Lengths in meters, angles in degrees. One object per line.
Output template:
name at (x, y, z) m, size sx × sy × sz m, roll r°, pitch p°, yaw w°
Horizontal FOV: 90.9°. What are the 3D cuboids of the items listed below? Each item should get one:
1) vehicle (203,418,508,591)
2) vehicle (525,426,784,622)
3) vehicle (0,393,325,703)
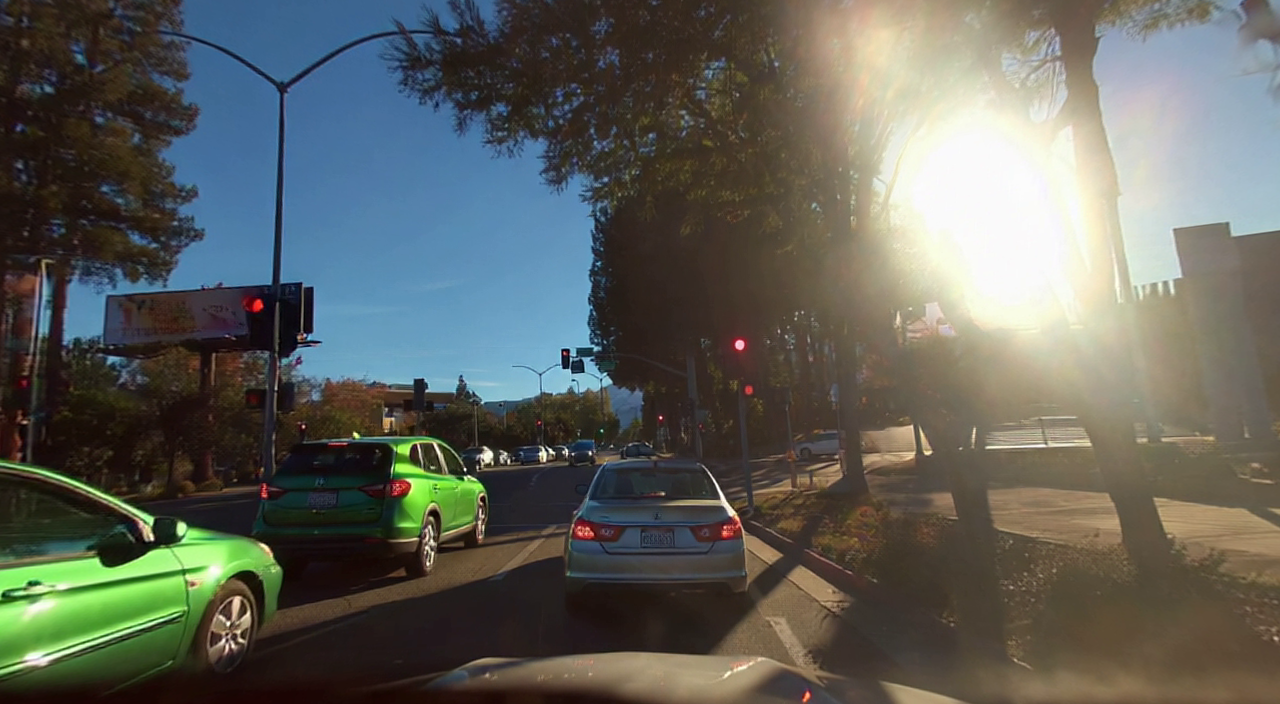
vehicle at (-3.160, 1.782, 8.143) m, size 1.950 × 1.628 × 4.082 m, roll -1°, pitch -9°, yaw 1°
vehicle at (0.046, 1.584, 6.628) m, size 1.977 × 1.467 × 3.474 m, roll 0°, pitch -9°, yaw -2°
vehicle at (-3.150, 0.954, 2.429) m, size 1.808 × 1.520 × 3.846 m, roll -1°, pitch -9°, yaw 1°
